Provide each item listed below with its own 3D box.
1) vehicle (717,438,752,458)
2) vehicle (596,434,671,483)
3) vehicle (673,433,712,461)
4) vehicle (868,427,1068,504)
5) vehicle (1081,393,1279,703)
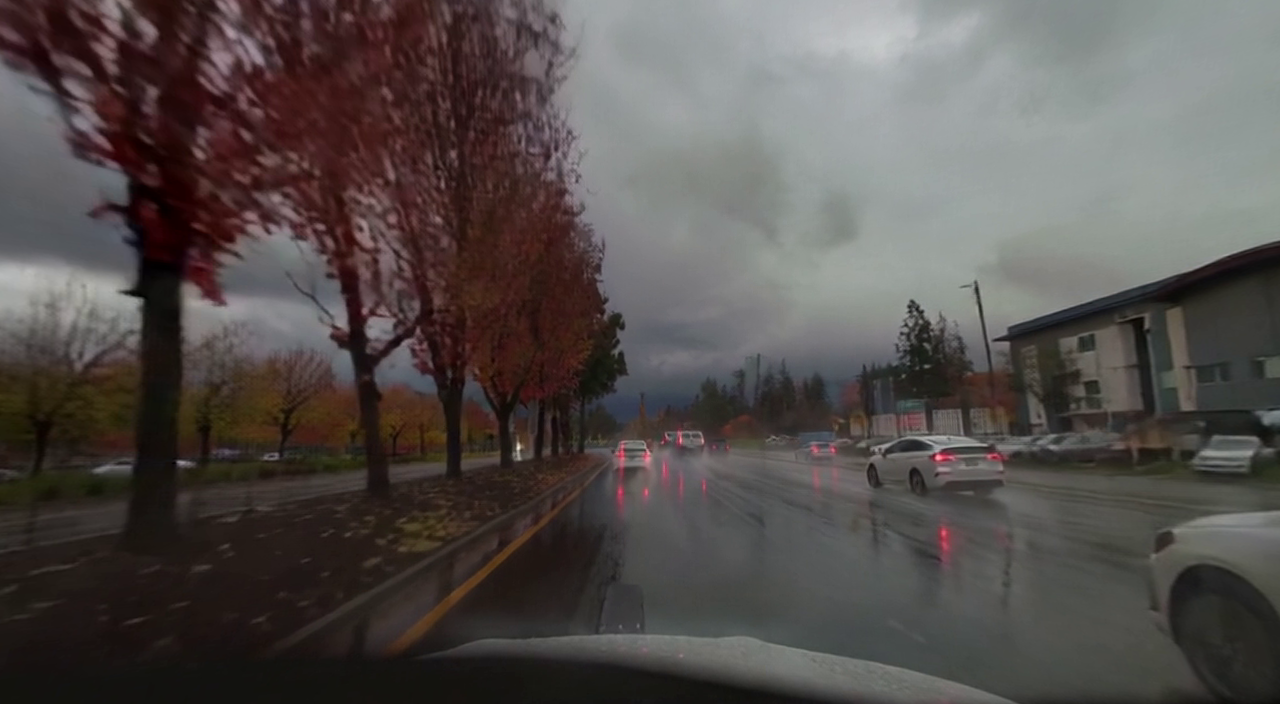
[{"bbox_3d":[7.398,7.555,49.866,2.061,1.460,3.948,0,-8,-1],"label":"vehicle"},{"bbox_3d":[-0.228,3.602,21.663,2.289,1.471,4.477,0,-8,-1],"label":"vehicle"},{"bbox_3d":[3.478,6.420,42.707,2.188,1.760,4.297,0,-8,-1],"label":"vehicle"},{"bbox_3d":[7.341,2.594,14.861,2.111,1.493,4.639,0,-8,-1],"label":"vehicle"},{"bbox_3d":[3.681,0.752,1.488,2.094,1.480,4.323,0,-8,-1],"label":"vehicle"}]
